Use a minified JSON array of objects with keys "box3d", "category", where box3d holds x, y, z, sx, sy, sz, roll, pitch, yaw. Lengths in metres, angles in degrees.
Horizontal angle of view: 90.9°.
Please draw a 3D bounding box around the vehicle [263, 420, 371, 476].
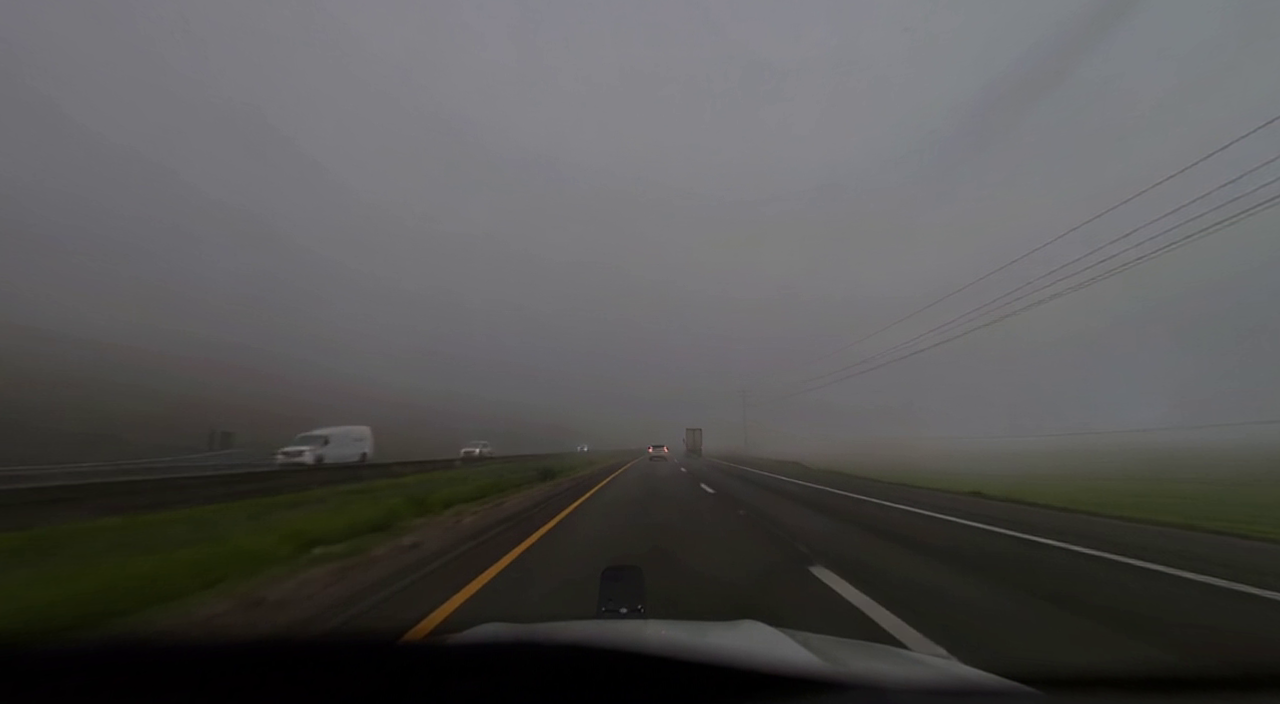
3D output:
[{"box3d":[-19.926,5.993,39.425,3.334,3.169,5.984,-1,-9,2],"category":"vehicle"}]
